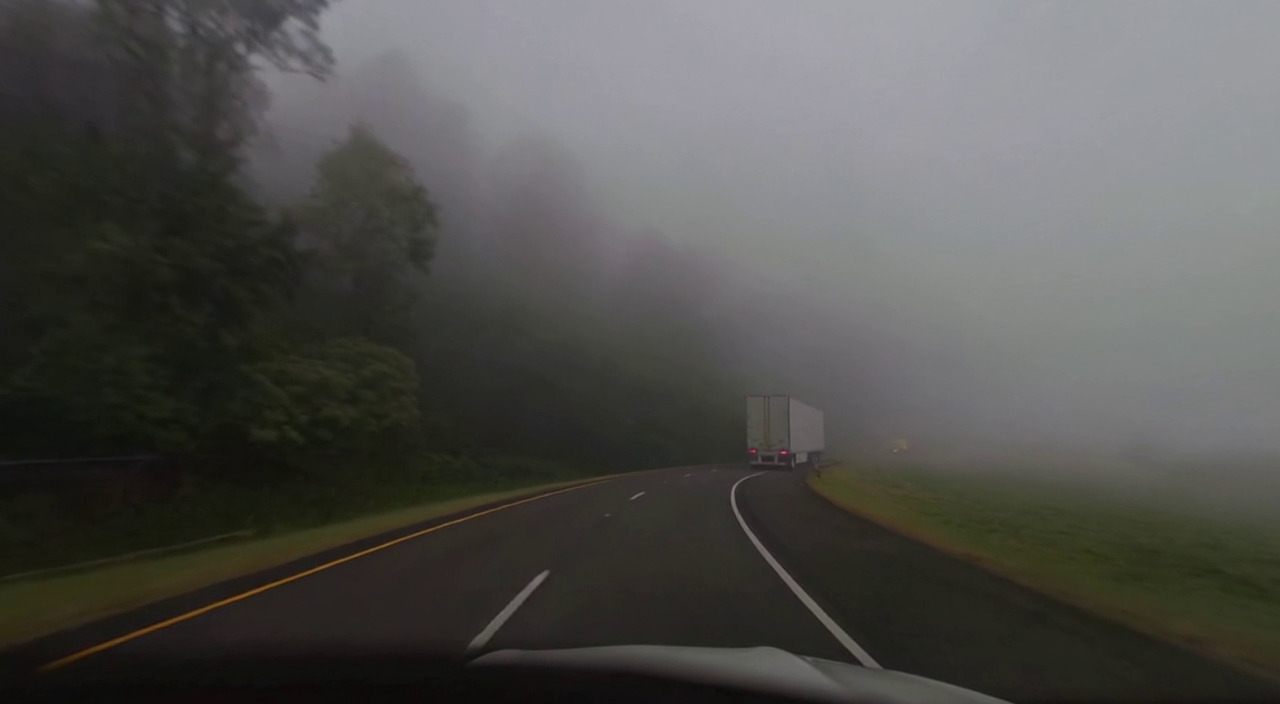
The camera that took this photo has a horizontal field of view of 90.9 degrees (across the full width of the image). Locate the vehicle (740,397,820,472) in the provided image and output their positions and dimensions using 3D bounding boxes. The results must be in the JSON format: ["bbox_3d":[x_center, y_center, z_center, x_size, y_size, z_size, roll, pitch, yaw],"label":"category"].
[{"bbox_3d":[9.706,5.683,42.048,3.087,4.178,13.682,-3,-10,21],"label":"vehicle"}]
